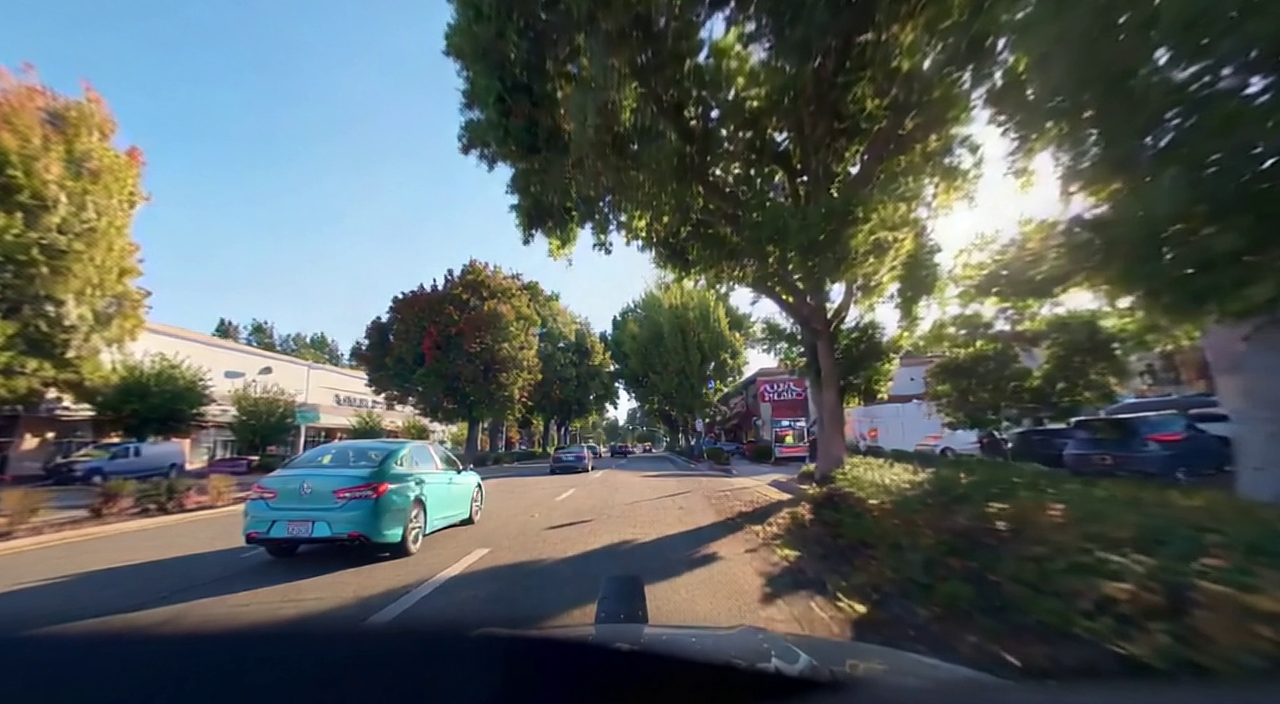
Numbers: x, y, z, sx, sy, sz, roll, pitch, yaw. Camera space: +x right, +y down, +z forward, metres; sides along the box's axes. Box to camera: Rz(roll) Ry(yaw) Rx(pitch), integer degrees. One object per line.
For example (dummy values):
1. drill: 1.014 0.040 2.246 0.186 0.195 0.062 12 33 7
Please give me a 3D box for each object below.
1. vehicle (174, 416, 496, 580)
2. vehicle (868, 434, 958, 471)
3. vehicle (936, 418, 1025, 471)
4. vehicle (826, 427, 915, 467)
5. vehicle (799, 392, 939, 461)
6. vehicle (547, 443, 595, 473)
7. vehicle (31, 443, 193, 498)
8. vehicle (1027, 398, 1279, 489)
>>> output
1. vehicle: -3.651 1.838 8.795 2.126 1.655 4.560 0 -9 1
2. vehicle: 12.311 4.476 28.374 2.090 1.501 4.732 -8 -12 43
3. vehicle: 14.797 4.001 27.358 2.031 2.064 4.681 -9 -12 43
4. vehicle: 11.880 4.875 32.338 5.297 1.843 2.097 8 -12 -44
5. vehicle: 15.547 5.161 43.407 8.300 4.310 2.832 -2 -9 1
6. vehicle: -3.573 5.551 33.324 1.955 1.461 4.396 0 -9 1
7. vehicle: -25.524 5.690 31.048 2.214 2.238 6.591 -4 -9 1
8. vehicle: 12.688 2.344 16.154 2.222 1.922 5.164 0 -9 0
